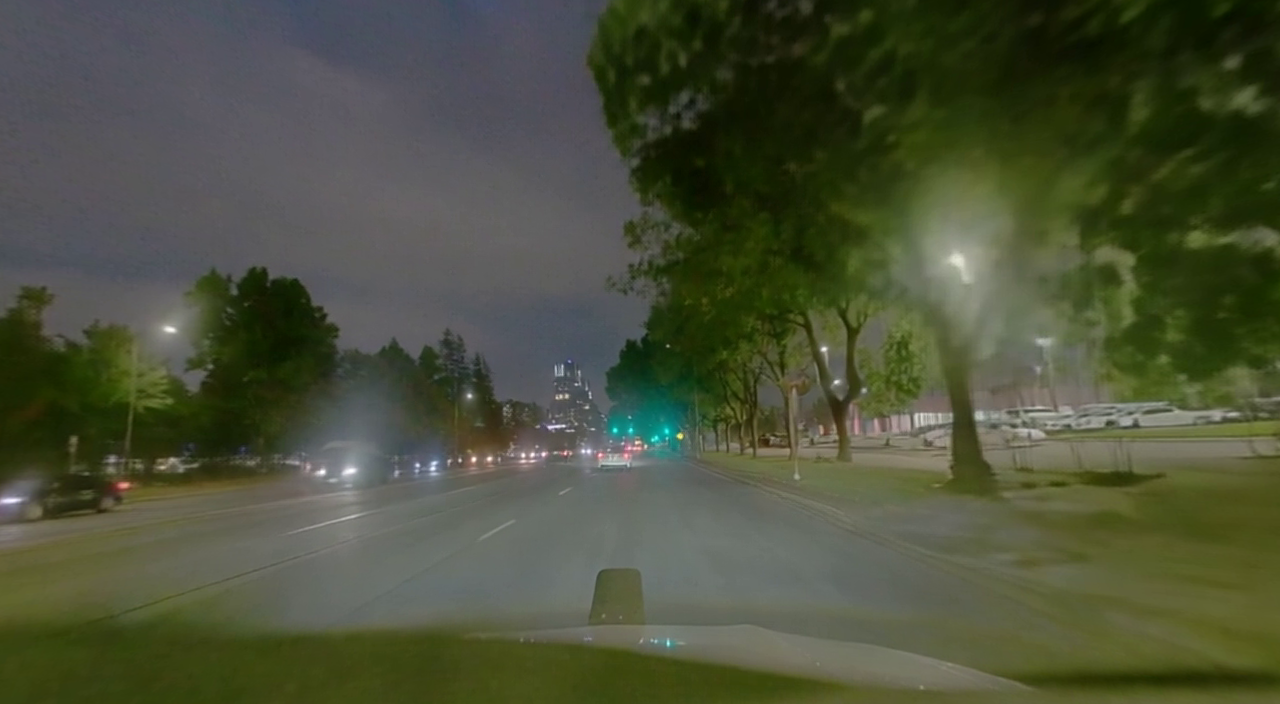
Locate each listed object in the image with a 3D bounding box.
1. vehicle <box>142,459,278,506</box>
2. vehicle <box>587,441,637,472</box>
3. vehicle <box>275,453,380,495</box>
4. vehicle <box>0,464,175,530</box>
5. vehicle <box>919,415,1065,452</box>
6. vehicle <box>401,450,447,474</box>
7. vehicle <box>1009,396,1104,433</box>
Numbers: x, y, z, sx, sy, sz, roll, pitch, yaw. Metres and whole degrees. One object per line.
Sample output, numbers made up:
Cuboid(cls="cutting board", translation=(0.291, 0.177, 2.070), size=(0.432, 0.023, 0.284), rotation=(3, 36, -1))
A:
Cuboid(cls="vehicle", translation=(-16.496, 4.995, 24.584), size=(2.024, 1.531, 4.580), rotation=(0, -8, 0))
Cuboid(cls="vehicle", translation=(-1.382, 5.503, 33.484), size=(2.235, 1.500, 4.420), rotation=(0, -8, 3))
Cuboid(cls="vehicle", translation=(-12.632, 4.914, 25.927), size=(2.013, 1.498, 4.474), rotation=(0, -8, 0))
Cuboid(cls="vehicle", translation=(-16.542, 4.083, 18.365), size=(2.162, 1.480, 5.017), rotation=(0, -8, 1))
Cuboid(cls="vehicle", translation=(14.171, 3.337, 25.634), size=(4.739, 1.424, 1.936), rotation=(0, -8, 0))
Cuboid(cls="vehicle", translation=(-16.416, 8.365, 48.288), size=(2.016, 1.598, 4.545), rotation=(-2, -8, -1))
Cuboid(cls="vehicle", translation=(23.898, 3.702, 36.558), size=(2.179, 1.825, 5.335), rotation=(1, -9, 4))
